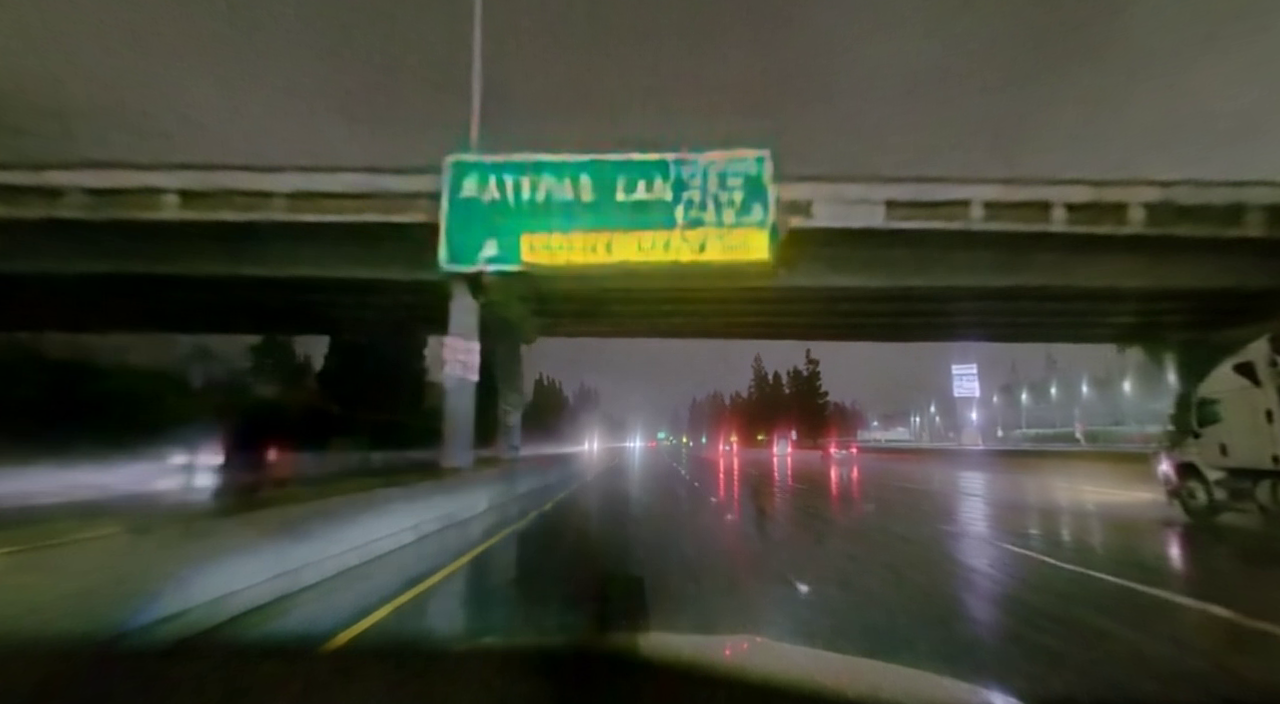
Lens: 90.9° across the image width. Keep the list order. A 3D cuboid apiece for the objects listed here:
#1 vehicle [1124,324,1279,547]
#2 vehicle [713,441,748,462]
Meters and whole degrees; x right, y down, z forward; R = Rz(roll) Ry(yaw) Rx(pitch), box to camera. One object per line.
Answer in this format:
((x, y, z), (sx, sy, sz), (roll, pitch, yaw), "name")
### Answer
((10.790, 0.813, 6.471), (2.960, 3.207, 10.950), (0, -8, 0), "vehicle")
((6.805, 7.522, 47.804), (2.025, 1.484, 4.208), (0, -8, 0), "vehicle")
